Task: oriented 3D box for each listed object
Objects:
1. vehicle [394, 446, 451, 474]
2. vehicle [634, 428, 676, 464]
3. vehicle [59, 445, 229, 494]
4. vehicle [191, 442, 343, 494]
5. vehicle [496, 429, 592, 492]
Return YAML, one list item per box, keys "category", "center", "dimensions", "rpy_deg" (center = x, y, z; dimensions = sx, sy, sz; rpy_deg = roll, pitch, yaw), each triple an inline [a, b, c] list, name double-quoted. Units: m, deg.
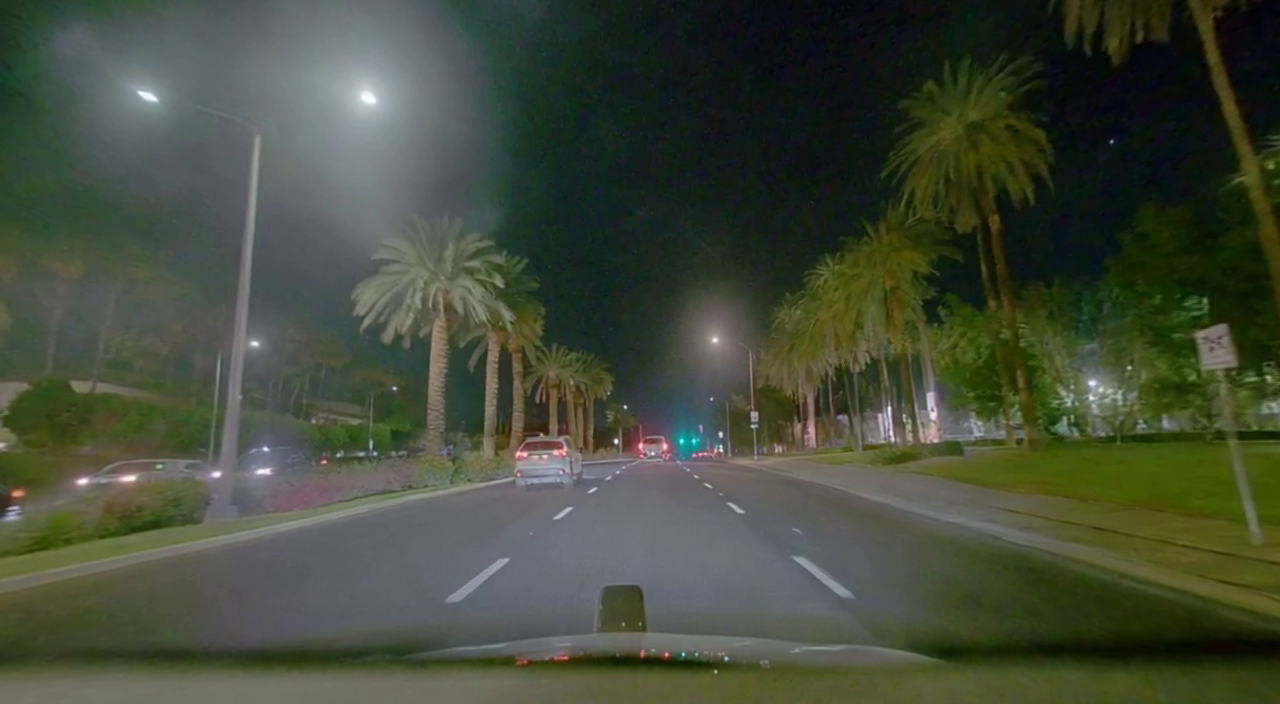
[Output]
- category: "vehicle"
  center: [-15.565, 7.726, 45.246]
  dimensions: [2.142, 1.913, 4.745]
  rpy_deg: [-1, -8, 3]
- category: "vehicle"
  center: [1.211, 7.031, 46.948]
  dimensions: [2.758, 2.550, 4.206]
  rpy_deg: [-1, -9, 7]
- category: "vehicle"
  center: [-20.680, 4.874, 26.647]
  dimensions: [2.332, 1.852, 5.739]
  rpy_deg: [-1, -8, 3]
- category: "vehicle"
  center: [-15.482, 4.822, 26.651]
  dimensions: [2.557, 1.912, 5.960]
  rpy_deg: [-1, -8, 3]
- category: "vehicle"
  center: [-2.989, 3.530, 20.716]
  dimensions: [2.188, 1.819, 4.667]
  rpy_deg: [-1, -8, 3]
